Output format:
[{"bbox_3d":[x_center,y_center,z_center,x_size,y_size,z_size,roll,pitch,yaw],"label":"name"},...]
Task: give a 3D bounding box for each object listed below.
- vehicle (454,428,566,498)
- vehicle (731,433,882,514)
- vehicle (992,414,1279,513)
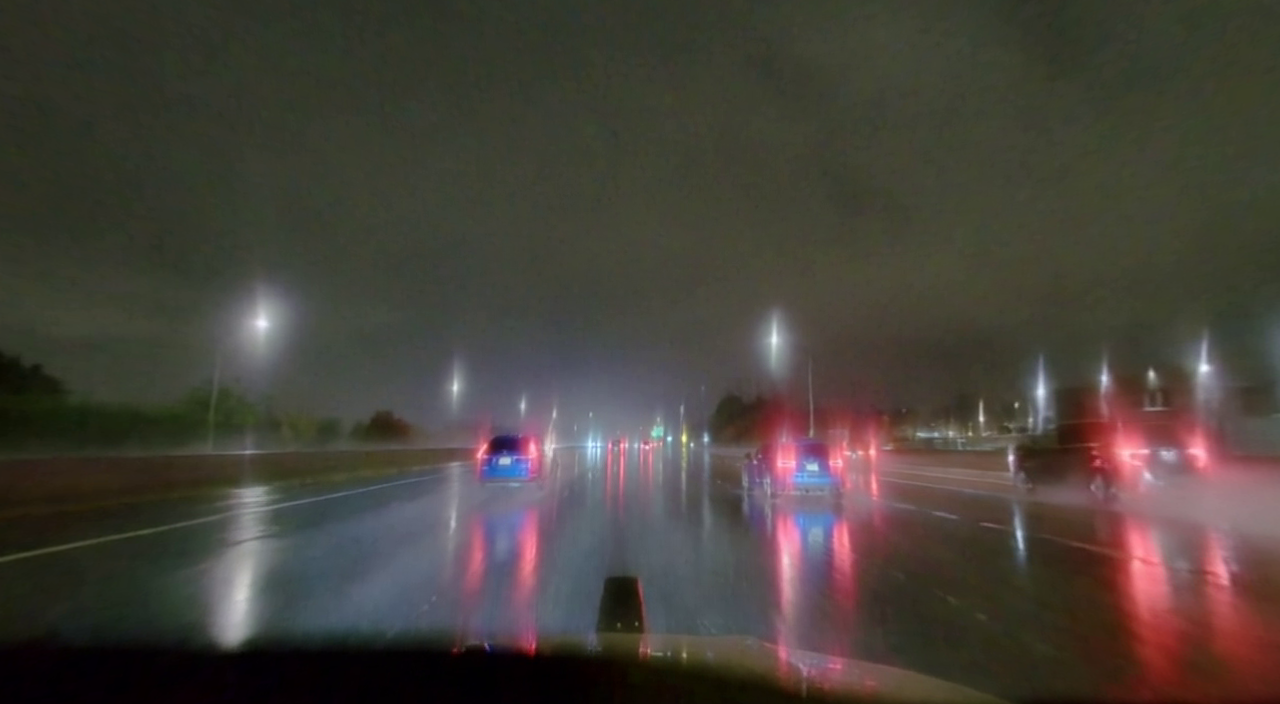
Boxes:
[{"bbox_3d":[-3.550,3.131,18.217,2.193,1.746,4.512,0,-9,1],"label":"vehicle"},{"bbox_3d":[3.573,2.721,14.700,2.107,1.550,4.949,0,-9,-1],"label":"vehicle"},{"bbox_3d":[11.135,2.564,14.966,2.223,1.865,5.704,0,-9,-1],"label":"vehicle"}]
